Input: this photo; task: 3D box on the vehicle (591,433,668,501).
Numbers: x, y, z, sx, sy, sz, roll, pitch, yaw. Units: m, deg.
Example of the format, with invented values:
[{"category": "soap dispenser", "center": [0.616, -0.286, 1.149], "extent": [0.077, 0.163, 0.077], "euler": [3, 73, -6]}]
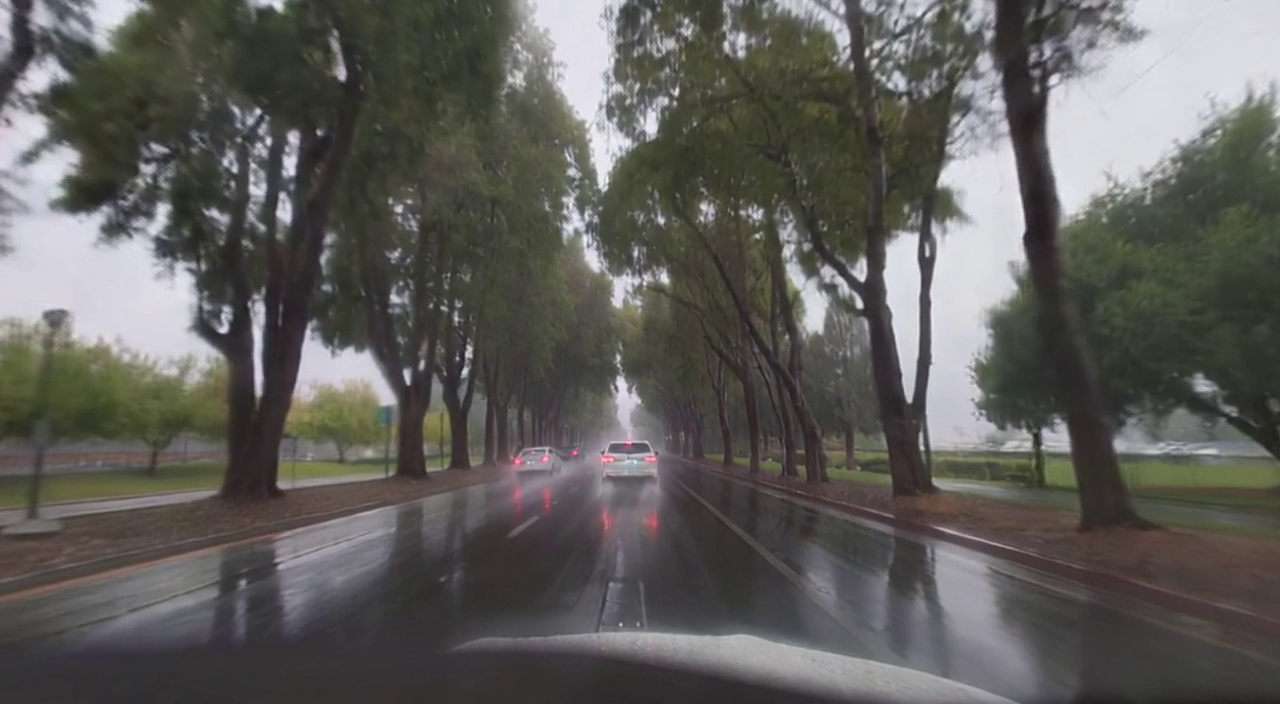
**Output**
[{"category": "vehicle", "center": [-0.278, 3.313, 18.594], "extent": [2.018, 1.769, 3.897], "euler": [0, -8, 0]}]

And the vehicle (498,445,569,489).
[{"category": "vehicle", "center": [-3.982, 4.356, 24.313], "extent": [1.936, 1.538, 4.016], "euler": [0, -8, 2]}]

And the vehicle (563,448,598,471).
[{"category": "vehicle", "center": [-4.147, 7.583, 44.770], "extent": [1.959, 1.485, 4.452], "euler": [0, -8, 1]}]
